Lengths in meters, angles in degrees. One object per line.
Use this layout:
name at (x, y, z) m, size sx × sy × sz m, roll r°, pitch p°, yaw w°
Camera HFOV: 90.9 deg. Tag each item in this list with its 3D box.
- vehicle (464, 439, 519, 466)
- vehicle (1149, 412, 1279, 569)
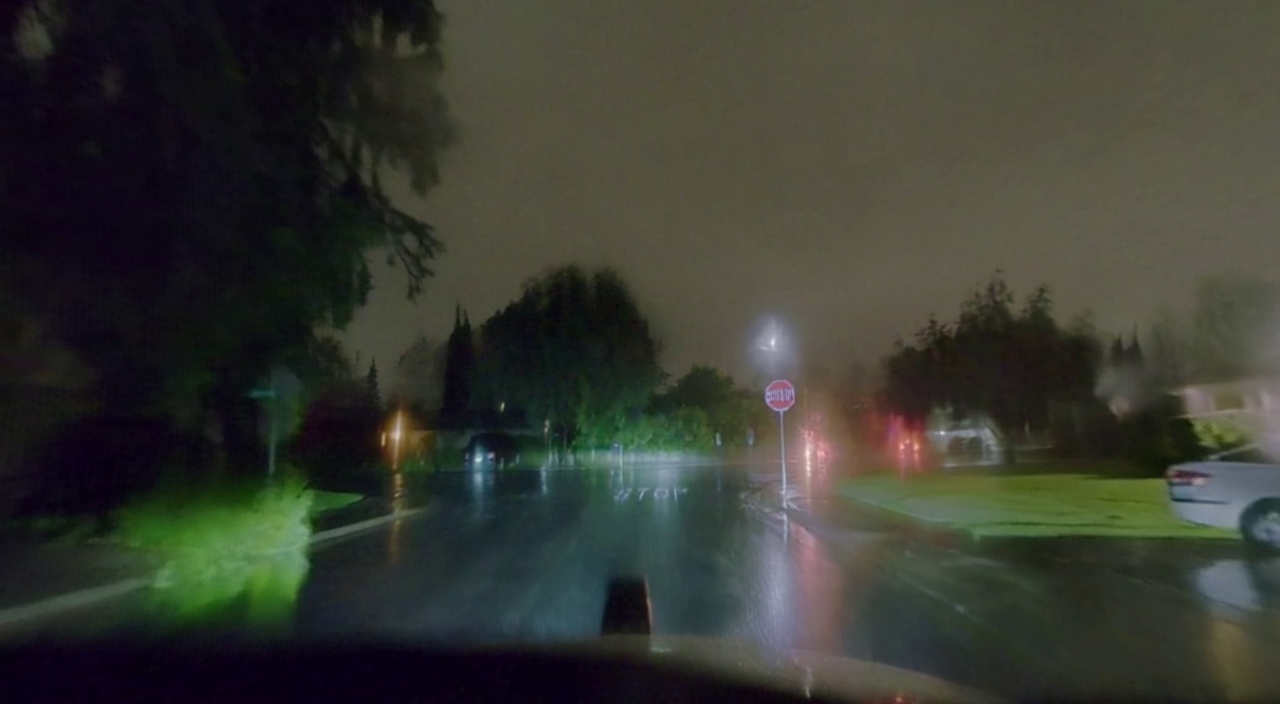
vehicle at (-9.911, 6.718, 42.367) m, size 1.883 × 1.732 × 4.038 m, roll -3°, pitch -9°, yaw 16°
vehicle at (8.141, 1.346, 6.199) m, size 4.477 × 1.506 × 1.834 m, roll -5°, pitch -9°, yaw 27°
